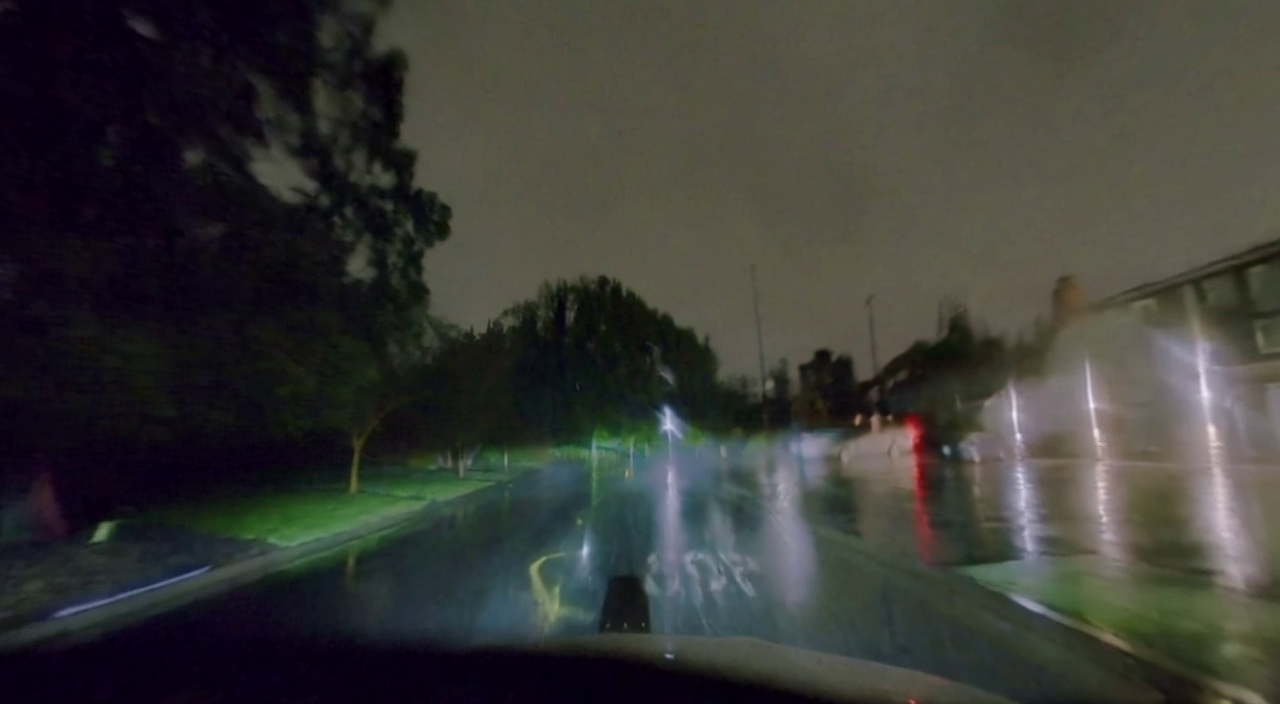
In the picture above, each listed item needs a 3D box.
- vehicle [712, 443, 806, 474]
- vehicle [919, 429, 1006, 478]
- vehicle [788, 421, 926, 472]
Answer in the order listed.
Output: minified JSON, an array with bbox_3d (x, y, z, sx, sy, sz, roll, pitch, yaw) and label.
[{"bbox_3d":[5.770,5.235,31.018,4.229,1.402,1.811,0,-9,0],"label":"vehicle"},{"bbox_3d":[11.476,3.563,22.245,2.004,1.511,4.494,-7,-11,34],"label":"vehicle"},{"bbox_3d":[9.605,4.240,28.233,5.239,1.933,2.131,-3,-9,-2],"label":"vehicle"}]
